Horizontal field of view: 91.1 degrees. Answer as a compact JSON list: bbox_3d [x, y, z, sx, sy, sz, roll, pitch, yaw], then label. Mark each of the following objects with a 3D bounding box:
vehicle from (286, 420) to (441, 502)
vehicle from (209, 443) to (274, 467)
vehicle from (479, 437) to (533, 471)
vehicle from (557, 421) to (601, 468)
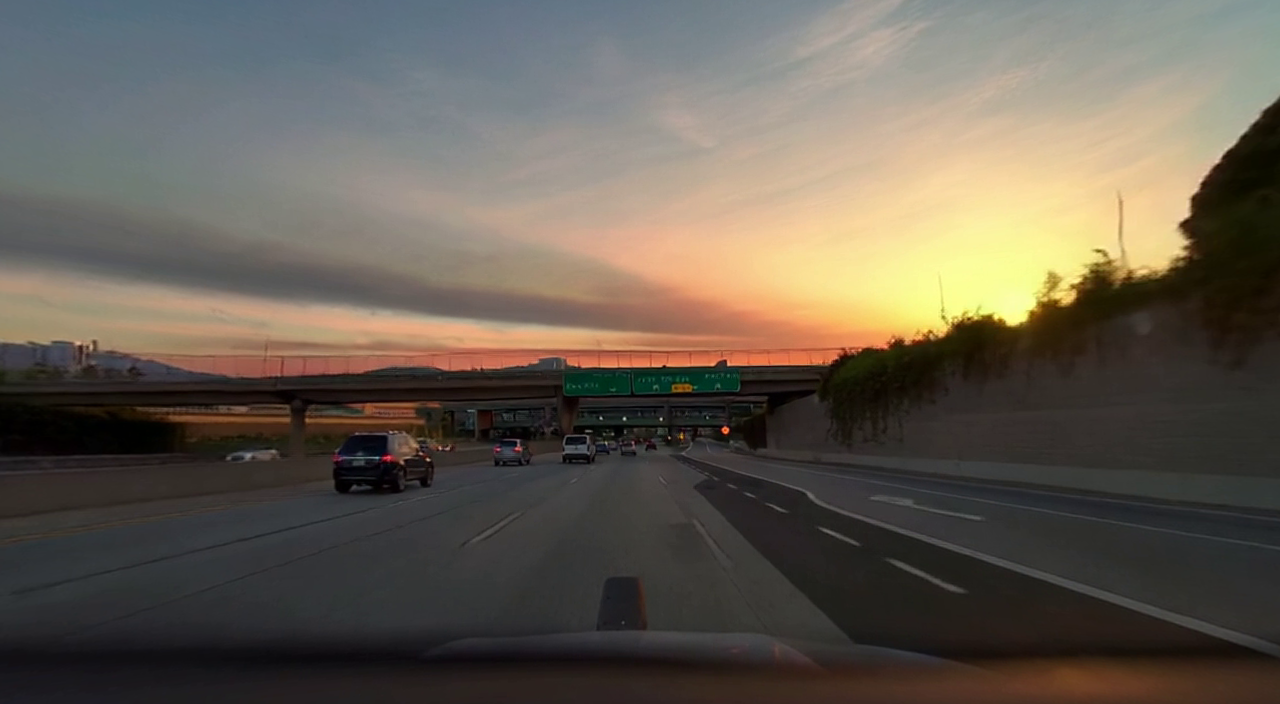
[{"bbox_3d":[-7.452,2.996,17.579,2.179,1.948,4.618,0,-9,0],"label":"vehicle"},{"bbox_3d":[-30.057,7.779,47.532,1.811,1.651,4.601,0,-9,0],"label":"vehicle"},{"bbox_3d":[-7.581,5.815,35.935,2.109,1.784,4.709,0,-9,-1],"label":"vehicle"},{"bbox_3d":[-3.954,6.117,41.642,2.301,2.843,6.458,0,-9,0],"label":"vehicle"}]
